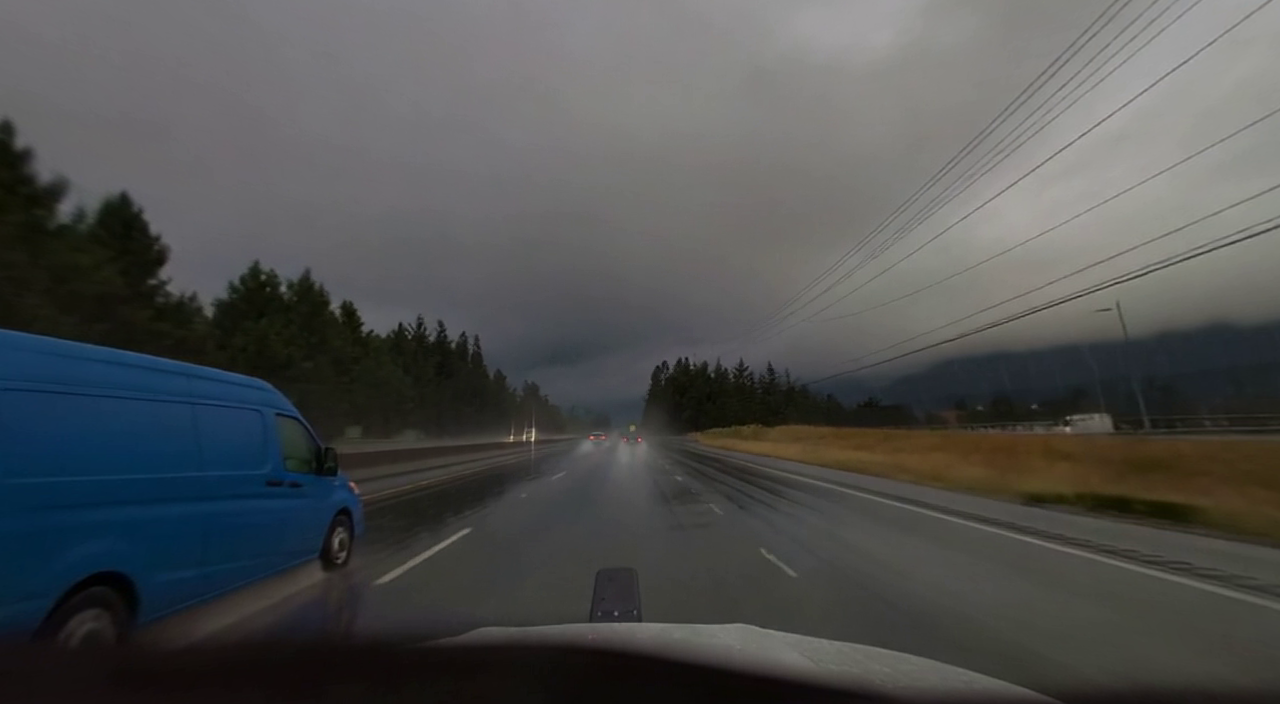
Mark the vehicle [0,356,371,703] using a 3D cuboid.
[{"bbox_3d":[-4.127,1.127,4.763,2.146,1.709,4.856,0,-8,-1],"label":"vehicle"}]
